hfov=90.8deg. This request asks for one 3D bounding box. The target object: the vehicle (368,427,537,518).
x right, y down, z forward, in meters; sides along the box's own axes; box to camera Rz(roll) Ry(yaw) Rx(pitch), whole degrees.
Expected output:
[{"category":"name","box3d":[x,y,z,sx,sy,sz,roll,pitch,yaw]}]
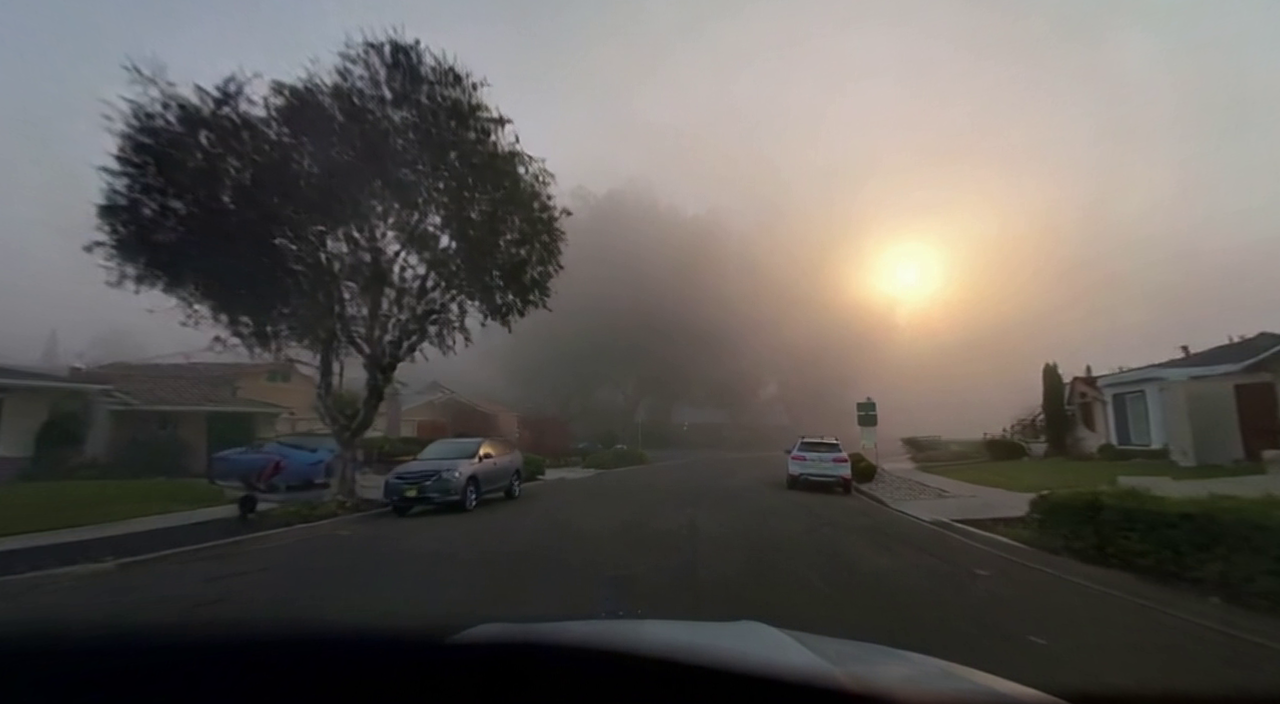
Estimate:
[{"category":"vehicle","box3d":[-4.171,2.727,15.012,2.041,1.762,4.508,-3,-8,10]}]

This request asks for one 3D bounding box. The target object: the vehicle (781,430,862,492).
[{"category":"vehicle","box3d":[5.448,3.304,19.537,2.075,1.657,4.648,-2,-9,13]}]

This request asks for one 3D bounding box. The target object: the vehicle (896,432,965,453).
[{"category":"vehicle","box3d":[22.535,7.043,49.180,4.554,1.521,1.937,-3,-9,17]}]
